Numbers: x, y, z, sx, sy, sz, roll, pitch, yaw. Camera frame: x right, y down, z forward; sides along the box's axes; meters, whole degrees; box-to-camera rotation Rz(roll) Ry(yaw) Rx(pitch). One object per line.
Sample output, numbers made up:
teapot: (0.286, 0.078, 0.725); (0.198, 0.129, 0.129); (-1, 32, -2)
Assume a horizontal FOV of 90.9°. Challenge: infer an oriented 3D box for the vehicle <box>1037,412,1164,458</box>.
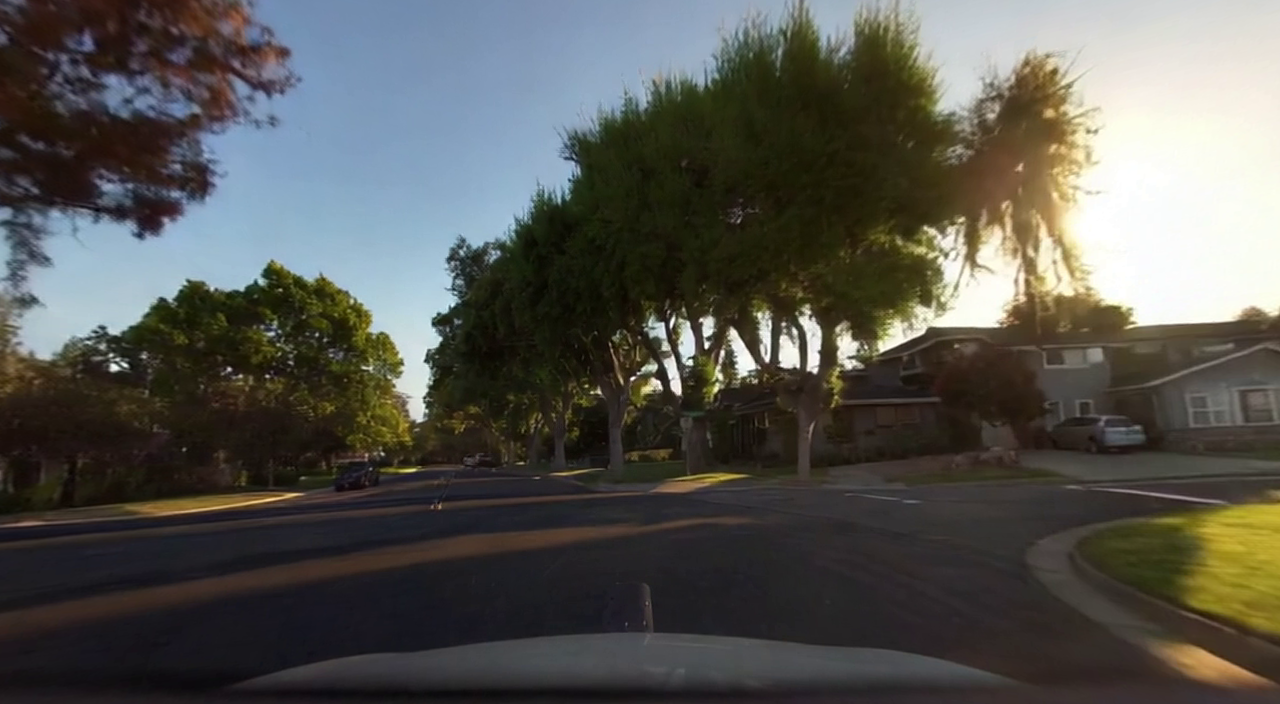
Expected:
vehicle: (20.053, 3.694, 27.809); (1.992, 1.813, 5.079); (-1, -8, 3)
